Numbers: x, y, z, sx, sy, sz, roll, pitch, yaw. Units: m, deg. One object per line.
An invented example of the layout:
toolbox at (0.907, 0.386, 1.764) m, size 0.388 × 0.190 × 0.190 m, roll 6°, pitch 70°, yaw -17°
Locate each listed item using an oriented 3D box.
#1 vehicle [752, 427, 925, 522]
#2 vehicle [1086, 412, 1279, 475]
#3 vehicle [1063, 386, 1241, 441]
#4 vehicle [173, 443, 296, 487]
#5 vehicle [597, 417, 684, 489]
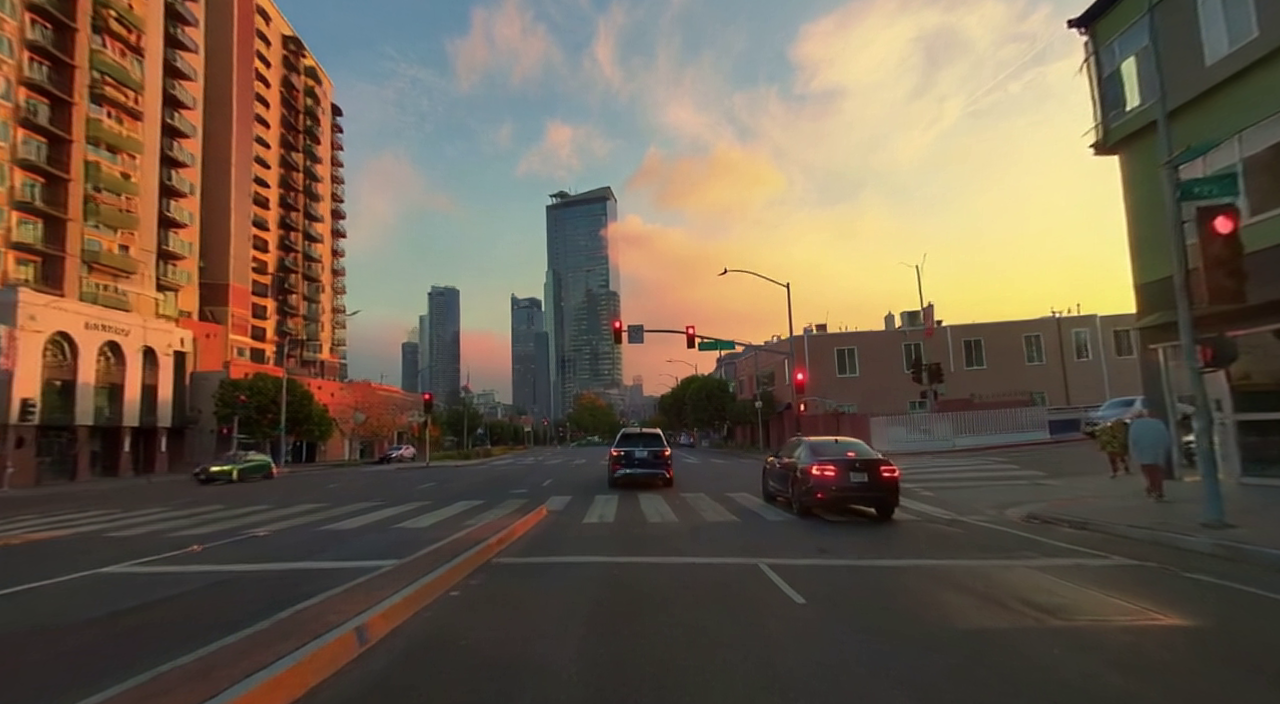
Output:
vehicle at (3.691, 2.363, 12.750) m, size 1.987 × 1.538 × 4.510 m, roll 0°, pitch -8°, yaw 0°
vehicle at (14.116, 2.304, 15.871) m, size 4.354 × 1.466 × 1.863 m, roll 0°, pitch -8°, yaw 0°
vehicle at (20.656, 2.512, 25.702) m, size 5.146 × 1.699 × 2.269 m, roll -5°, pitch -7°, yaw 1°
vehicle at (-17.100, 4.756, 26.976) m, size 2.132 × 1.710 × 4.504 m, roll 0°, pitch -8°, yaw 2°
vehicle at (0.069, 2.827, 17.839) m, size 2.168 × 1.776 × 4.135 m, roll 0°, pitch -8°, yaw 2°
